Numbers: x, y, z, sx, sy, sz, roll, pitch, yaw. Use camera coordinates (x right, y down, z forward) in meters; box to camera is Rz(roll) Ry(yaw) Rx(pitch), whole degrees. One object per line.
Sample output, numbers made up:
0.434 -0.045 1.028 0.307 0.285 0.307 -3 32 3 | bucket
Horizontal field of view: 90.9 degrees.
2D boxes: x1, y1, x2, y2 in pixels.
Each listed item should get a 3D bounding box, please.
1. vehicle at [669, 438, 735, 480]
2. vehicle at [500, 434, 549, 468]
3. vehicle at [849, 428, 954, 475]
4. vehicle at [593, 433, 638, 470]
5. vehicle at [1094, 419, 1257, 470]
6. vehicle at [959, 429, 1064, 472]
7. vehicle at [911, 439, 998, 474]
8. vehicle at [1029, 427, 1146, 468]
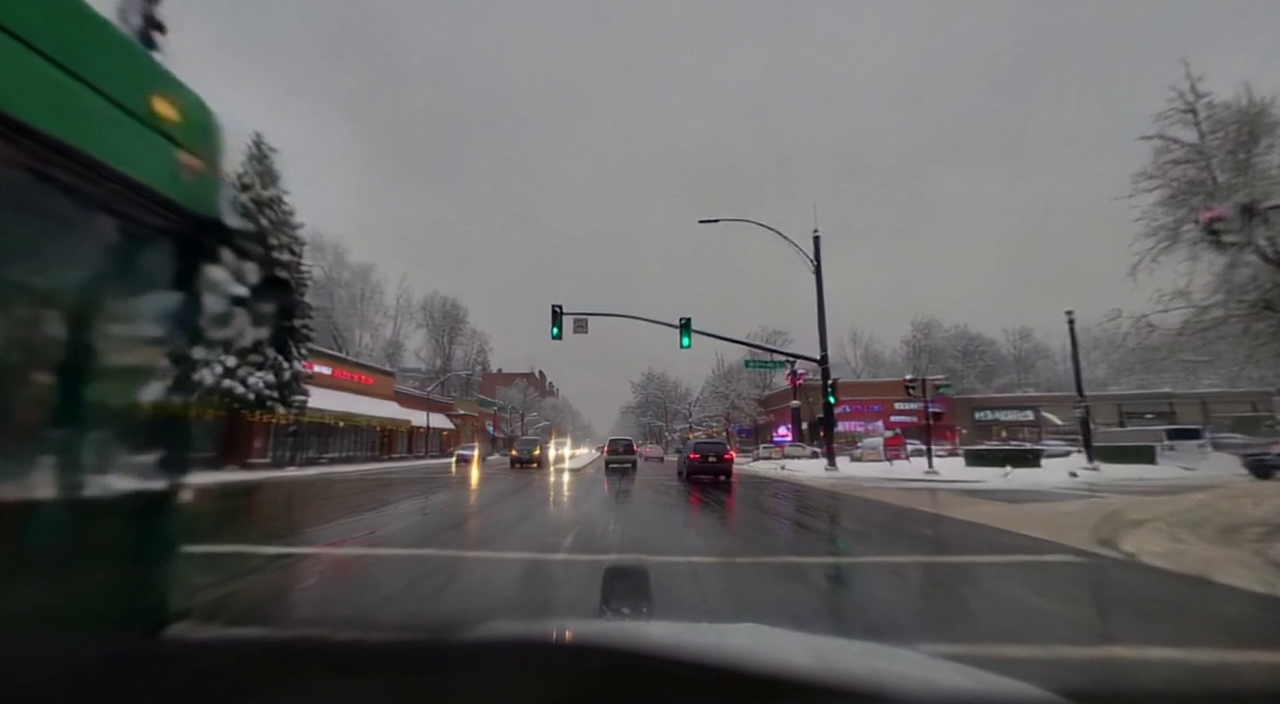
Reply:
2.403 4.261 25.442 2.046 1.540 3.883 0 -8 -3 | vehicle
-6.700 5.750 37.011 2.242 1.740 4.659 -1 -7 -3 | vehicle
11.803 4.538 28.943 2.304 1.907 4.844 0 -8 -6 | vehicle
-1.309 5.411 34.474 2.301 1.837 4.411 0 -8 -2 | vehicle
24.008 4.164 28.665 2.384 1.959 5.372 -2 -7 -4 | vehicle
17.082 4.556 29.310 2.020 1.796 4.600 -1 -8 0 | vehicle
14.255 4.722 28.833 1.860 1.443 3.772 0 -8 -3 | vehicle
20.420 4.385 29.039 2.143 1.731 4.290 0 -8 -1 | vehicle
